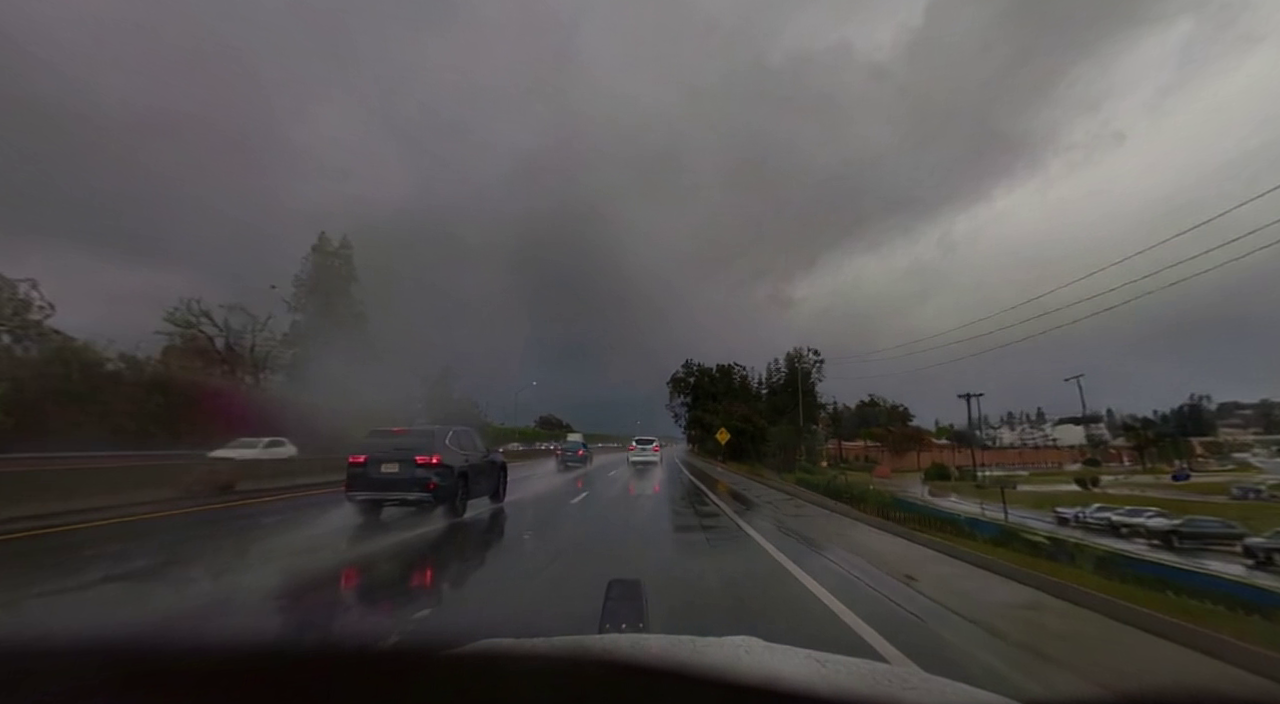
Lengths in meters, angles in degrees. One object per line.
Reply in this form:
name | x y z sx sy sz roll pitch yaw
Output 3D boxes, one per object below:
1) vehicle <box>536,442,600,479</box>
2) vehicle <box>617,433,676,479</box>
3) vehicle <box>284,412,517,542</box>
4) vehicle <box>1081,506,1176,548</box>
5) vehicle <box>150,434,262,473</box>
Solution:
vehicle | -3.040 4.694 27.595 2.092 1.464 4.466 0 -8 2
vehicle | 0.300 4.392 26.855 2.319 1.813 4.274 0 -8 1
vehicle | -3.709 2.037 10.889 2.104 1.754 4.515 0 -8 2
vehicle | 24.998 8.952 32.480 1.985 1.513 4.339 -2 -8 10
vehicle | -20.619 4.836 30.249 1.958 1.698 4.572 0 -8 2
